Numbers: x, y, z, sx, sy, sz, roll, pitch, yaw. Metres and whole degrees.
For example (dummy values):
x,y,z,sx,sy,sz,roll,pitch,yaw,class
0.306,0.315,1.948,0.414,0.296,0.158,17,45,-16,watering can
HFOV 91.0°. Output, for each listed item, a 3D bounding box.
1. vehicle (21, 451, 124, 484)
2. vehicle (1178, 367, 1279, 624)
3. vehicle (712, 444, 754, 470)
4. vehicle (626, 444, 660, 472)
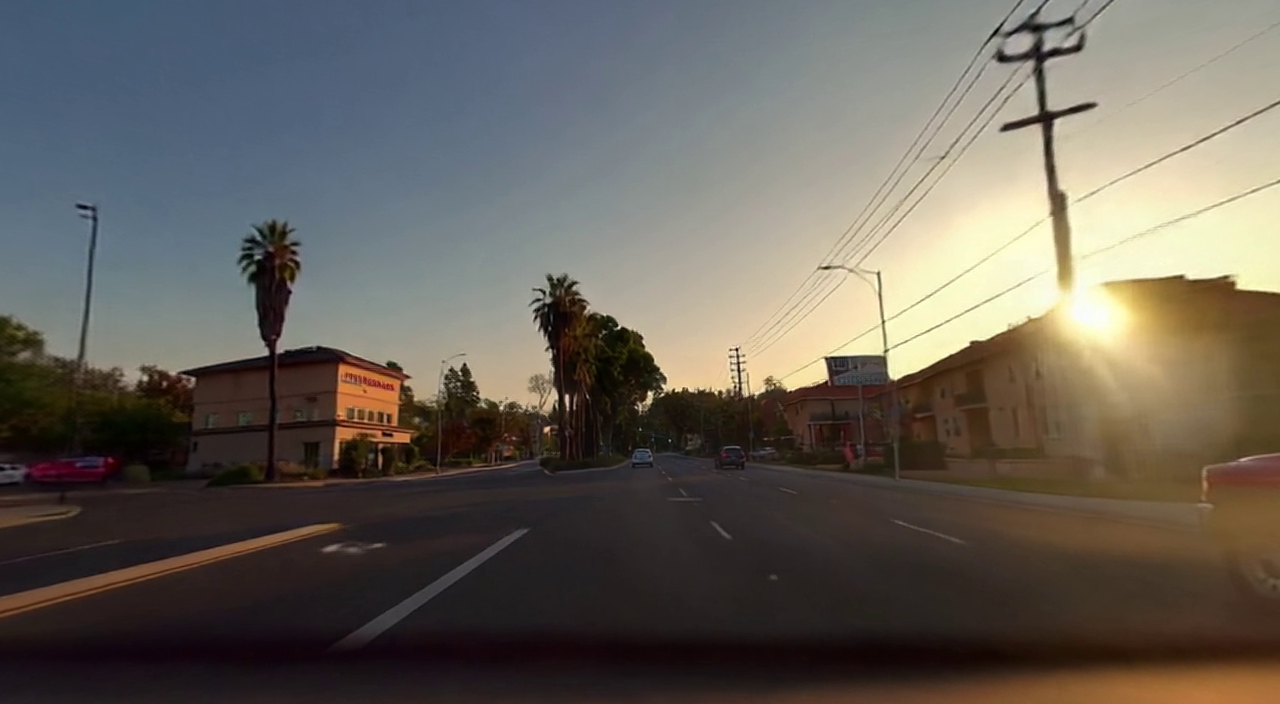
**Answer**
x,y,z,sx,sy,sz,roll,pitch,yaw,class
-34.793,7.045,38.781,1.888,1.754,4.488,-5,-9,7,vehicle
5.893,0.841,3.241,2.355,1.889,4.392,0,-9,2,vehicle
6.507,7.396,44.419,2.252,1.718,4.617,0,-9,0,vehicle
0.219,7.018,41.818,2.138,1.702,4.168,0,-9,0,vehicle
